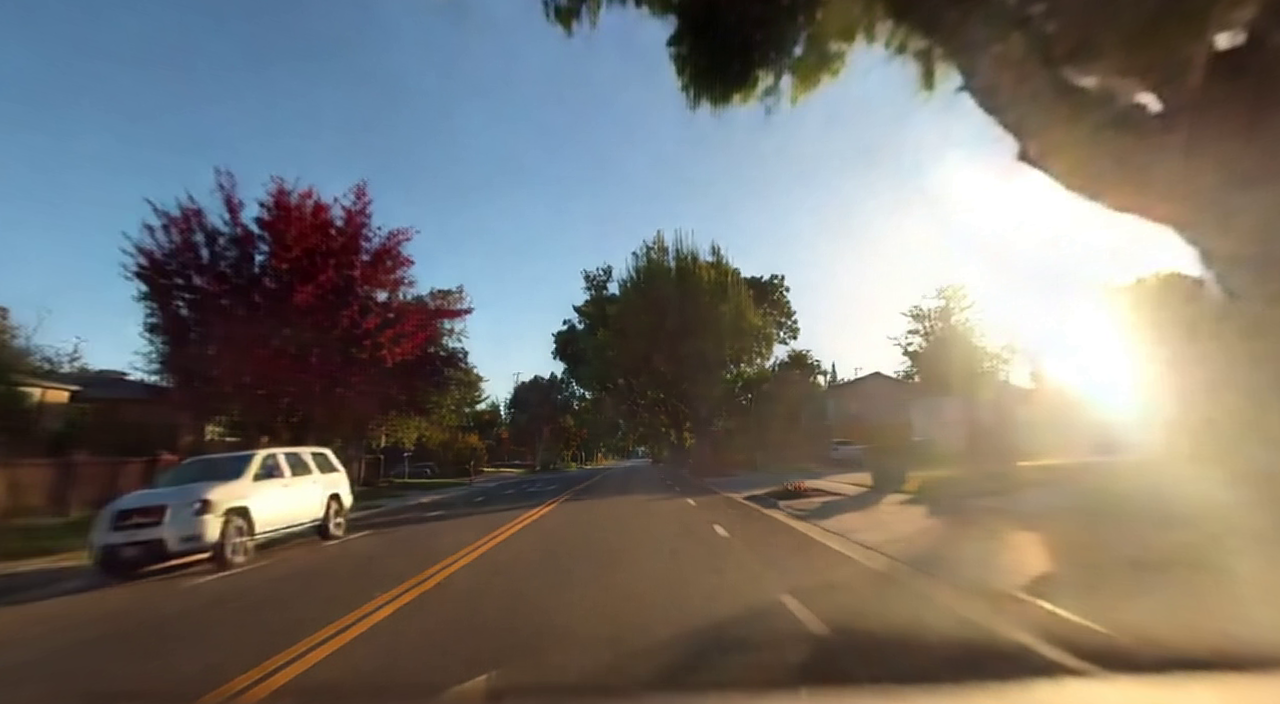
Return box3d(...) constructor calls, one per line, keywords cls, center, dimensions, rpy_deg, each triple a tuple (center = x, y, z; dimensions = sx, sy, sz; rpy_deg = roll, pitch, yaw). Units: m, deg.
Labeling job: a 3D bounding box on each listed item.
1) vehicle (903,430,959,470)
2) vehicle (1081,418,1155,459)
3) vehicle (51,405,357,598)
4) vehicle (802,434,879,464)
box3d(cls="vehicle", center=(13.849, 4.638, 29.909), dimensions=(1.860, 1.697, 4.292), rpy_deg=(-5, -10, 30))
box3d(cls="vehicle", center=(21.831, 3.982, 29.020), dimensions=(1.956, 1.632, 3.922), rpy_deg=(-9, -11, 27))
box3d(cls="vehicle", center=(-6.793, 2.334, 10.621), dimensions=(2.057, 2.317, 4.386), rpy_deg=(-6, -10, -1))
box3d(cls="vehicle", center=(9.419, 4.621, 30.094), dimensions=(1.922, 1.263, 4.664), rpy_deg=(0, -9, -3))
